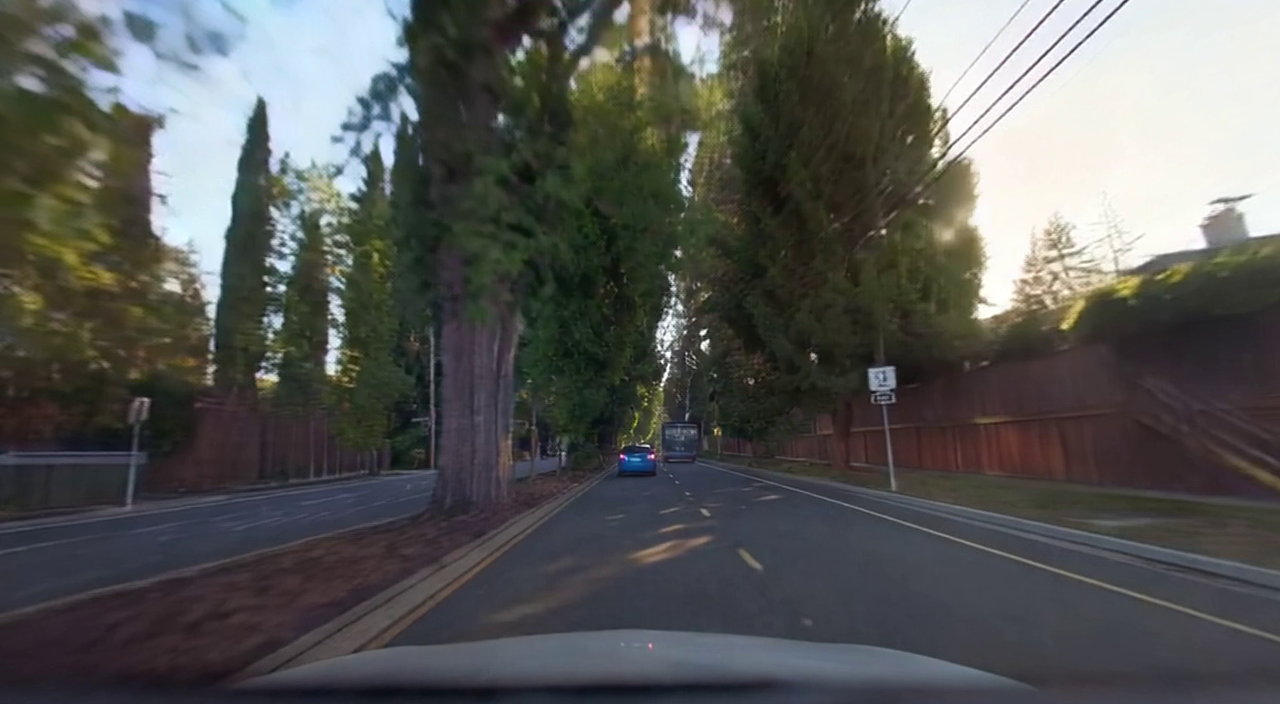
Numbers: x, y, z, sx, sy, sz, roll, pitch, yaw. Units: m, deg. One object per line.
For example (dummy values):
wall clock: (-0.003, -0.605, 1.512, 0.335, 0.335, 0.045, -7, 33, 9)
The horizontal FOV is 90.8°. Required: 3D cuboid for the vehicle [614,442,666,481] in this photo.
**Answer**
vehicle: (-0.035, 4.584, 26.673, 2.018, 1.511, 3.993, 0, -8, -1)
